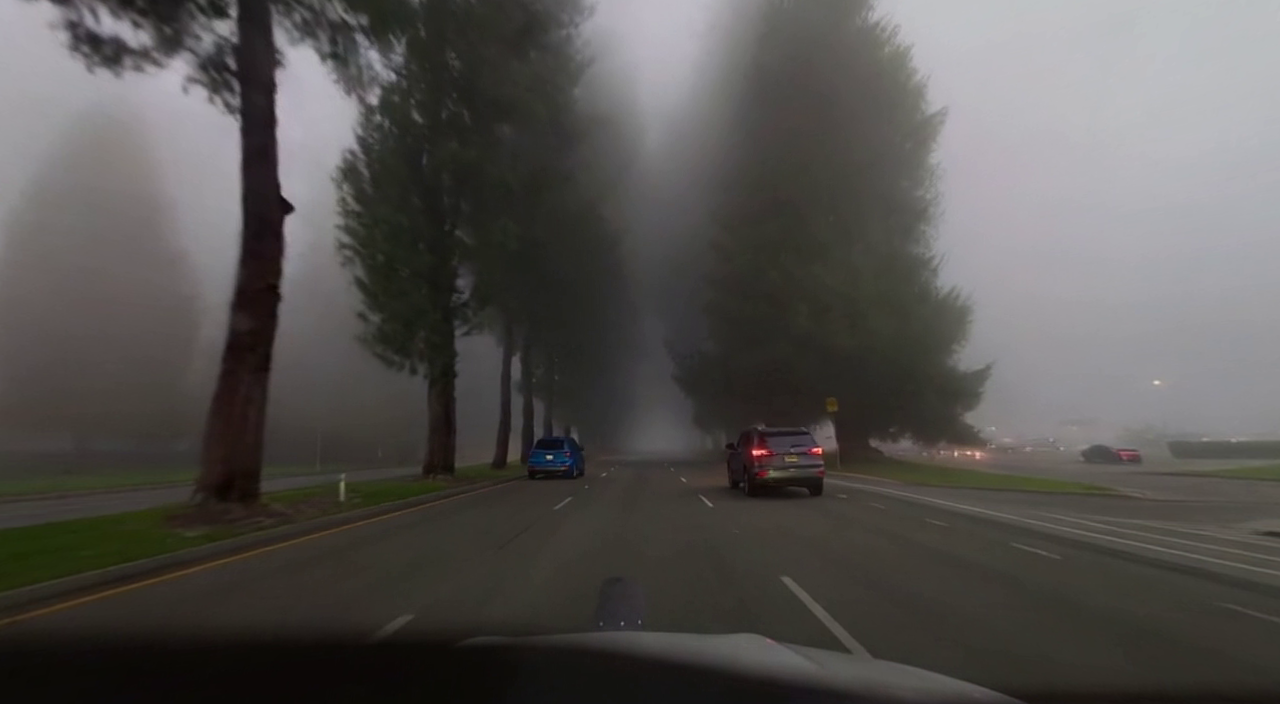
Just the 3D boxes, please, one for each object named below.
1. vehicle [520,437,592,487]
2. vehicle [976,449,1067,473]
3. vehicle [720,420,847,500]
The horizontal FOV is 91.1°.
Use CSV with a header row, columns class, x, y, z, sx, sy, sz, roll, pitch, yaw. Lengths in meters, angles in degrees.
class,x,y,z,sx,sy,sz,roll,pitch,yaw
vehicle,-2.999,4.016,23.321,2.025,1.635,4.293,0,-8,1
vehicle,24.494,7.026,40.392,4.587,1.460,1.924,0,-8,1
vehicle,3.549,2.784,16.642,2.087,1.759,5.040,0,-8,-1
